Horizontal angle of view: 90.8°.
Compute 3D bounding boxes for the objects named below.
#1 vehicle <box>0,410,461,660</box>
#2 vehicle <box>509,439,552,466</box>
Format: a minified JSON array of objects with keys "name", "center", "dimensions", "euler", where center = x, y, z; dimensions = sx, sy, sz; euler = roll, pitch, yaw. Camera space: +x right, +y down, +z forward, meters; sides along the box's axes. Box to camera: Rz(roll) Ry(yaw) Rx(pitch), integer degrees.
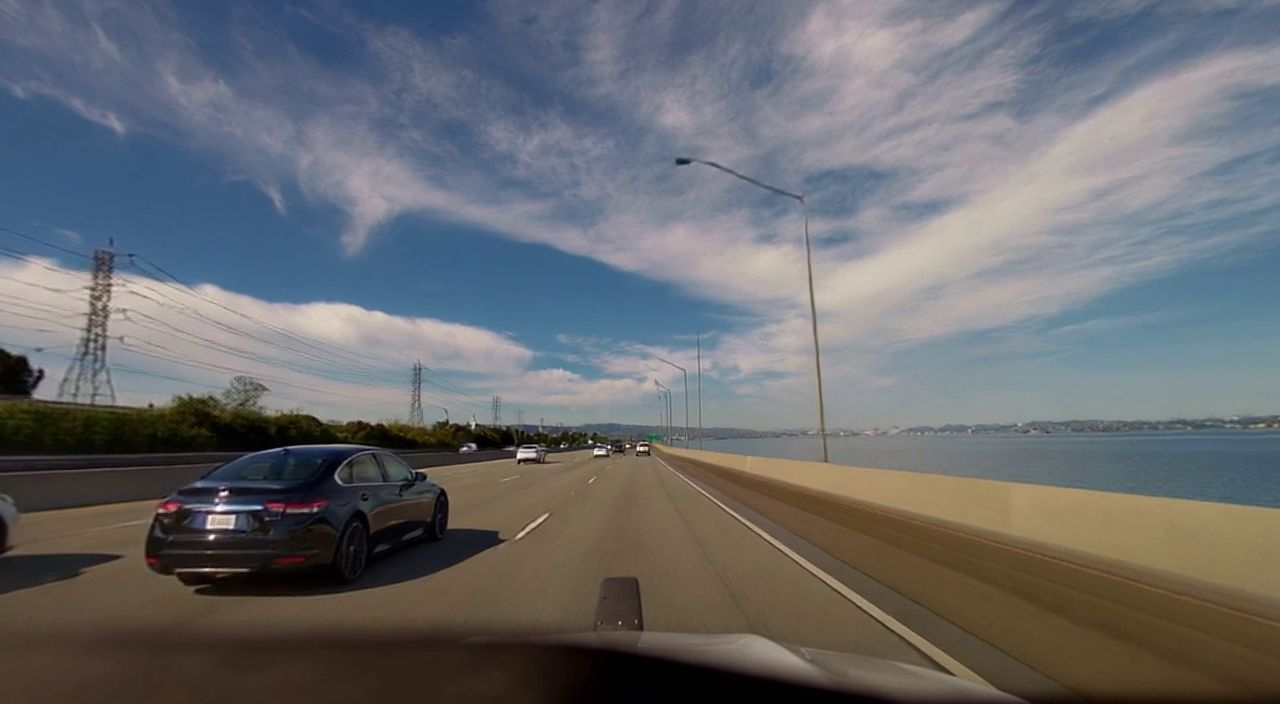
[{"name":"vehicle","center":[-3.415,1.444,6.113],"dimensions":[2.015,1.501,4.454],"euler":[0,-9,1]},{"name":"vehicle","center":[-7.374,6.841,42.912],"dimensions":[2.050,1.717,4.418],"euler":[0,-9,0]}]
